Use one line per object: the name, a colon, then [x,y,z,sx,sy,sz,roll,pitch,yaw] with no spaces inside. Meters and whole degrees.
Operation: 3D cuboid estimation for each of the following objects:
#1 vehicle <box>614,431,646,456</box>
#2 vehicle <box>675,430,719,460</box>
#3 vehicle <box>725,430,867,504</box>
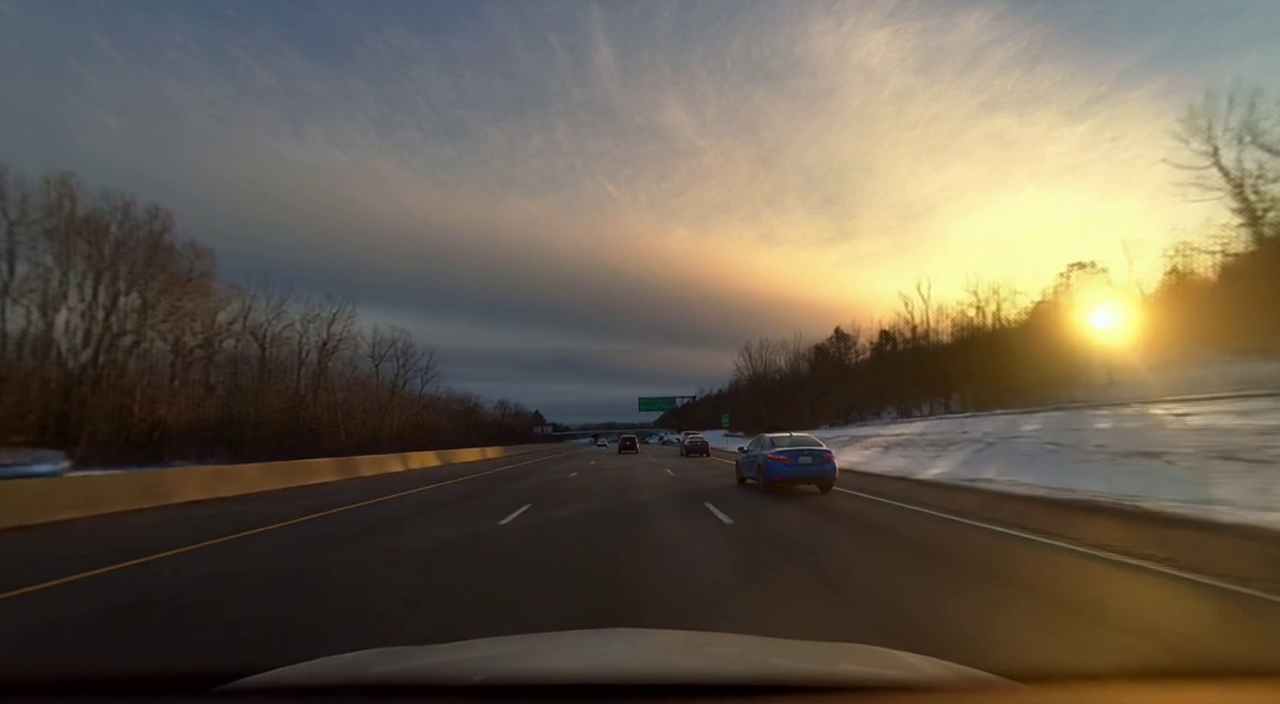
vehicle: [-0.764,6.694,46.141,2.182,1.680,4.253,0,-8,-2]
vehicle: [3.344,5.557,37.629,2.098,1.677,4.275,0,-8,-2]
vehicle: [3.496,2.652,15.159,2.056,1.479,4.660,0,-8,-2]
